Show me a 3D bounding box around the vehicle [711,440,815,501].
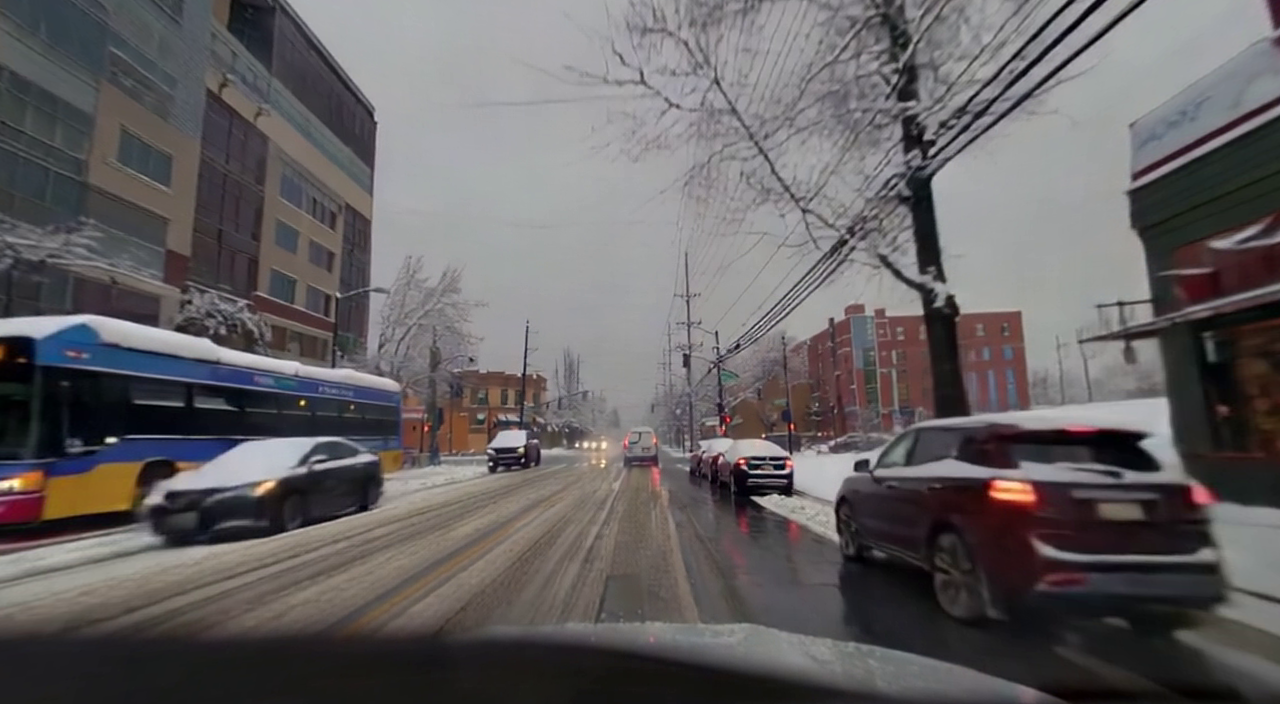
[{"bbox_3d":[3.288,3.258,17.846,2.018,1.474,4.524,0,-8,0],"label":"vehicle"}]

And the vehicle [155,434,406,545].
[{"bbox_3d":[-5.963,2.287,11.238,1.954,1.581,4.197,0,-8,0],"label":"vehicle"}]

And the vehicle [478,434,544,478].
[{"bbox_3d":[-5.592,4.563,27.893,2.050,1.763,4.119,0,-8,0],"label":"vehicle"}]

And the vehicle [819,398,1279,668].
[{"bbox_3d":[3.240,1.394,5.952,1.878,1.621,4.135,0,-8,0],"label":"vehicle"}]

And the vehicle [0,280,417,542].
[{"bbox_3d":[-9.432,1.798,15.298,3.022,3.627,13.129,-1,-9,1],"label":"vehicle"}]

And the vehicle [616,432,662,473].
[{"bbox_3d":[0.001,4.970,31.528,2.127,1.893,4.194,0,-8,1],"label":"vehicle"}]
